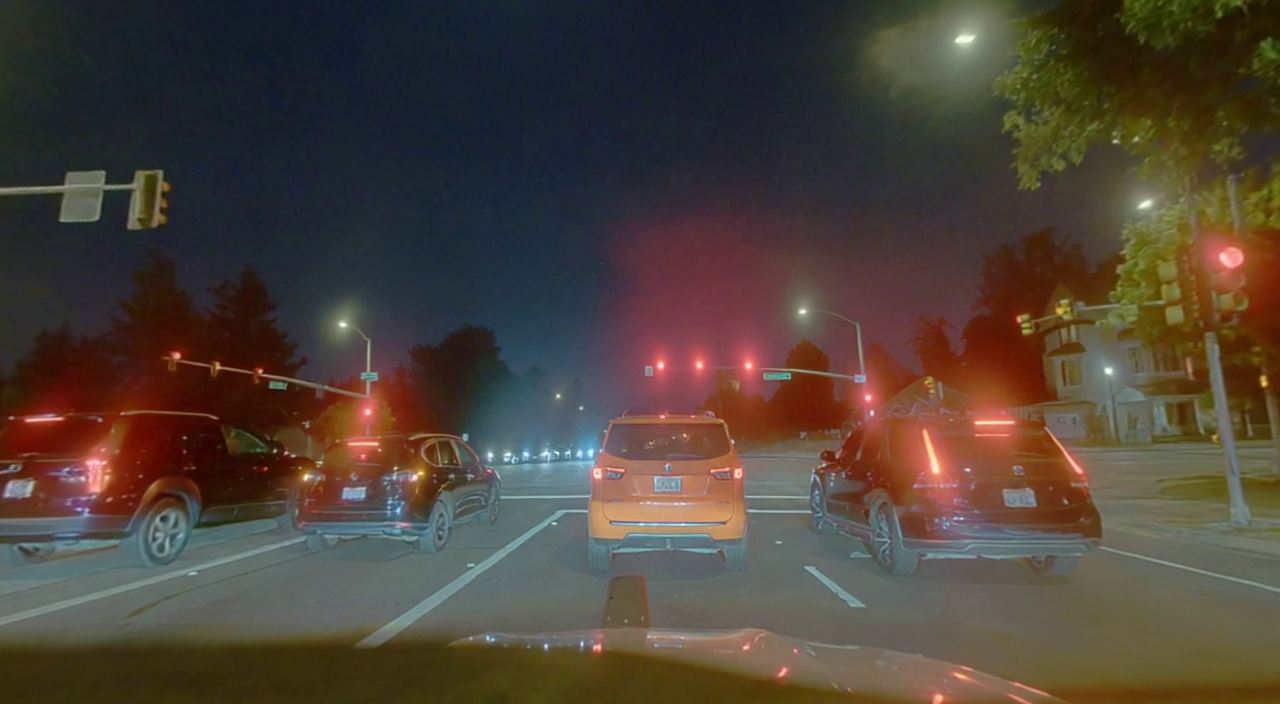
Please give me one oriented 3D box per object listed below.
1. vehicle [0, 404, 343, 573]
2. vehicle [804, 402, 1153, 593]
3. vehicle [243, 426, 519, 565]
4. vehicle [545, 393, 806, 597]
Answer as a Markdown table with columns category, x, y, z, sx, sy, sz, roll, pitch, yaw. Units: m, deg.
| category | x | y | z | sx | sy | sz | roll | pitch | yaw |
| --- | --- | --- | --- | --- | --- | --- | --- | --- | --- |
| vehicle | -6.643 | 1.820 | 9.243 | 2.075 | 1.796 | 4.785 | 0 | -8 | 2 |
| vehicle | 3.510 | 1.586 | 7.751 | 2.047 | 1.638 | 4.395 | -1 | -8 | 4 |
| vehicle | -3.255 | 1.882 | 9.092 | 1.885 | 1.475 | 4.359 | -1 | -8 | 4 |
| vehicle | 0.378 | 1.518 | 7.495 | 2.198 | 1.708 | 4.170 | 0 | -8 | 2 |
